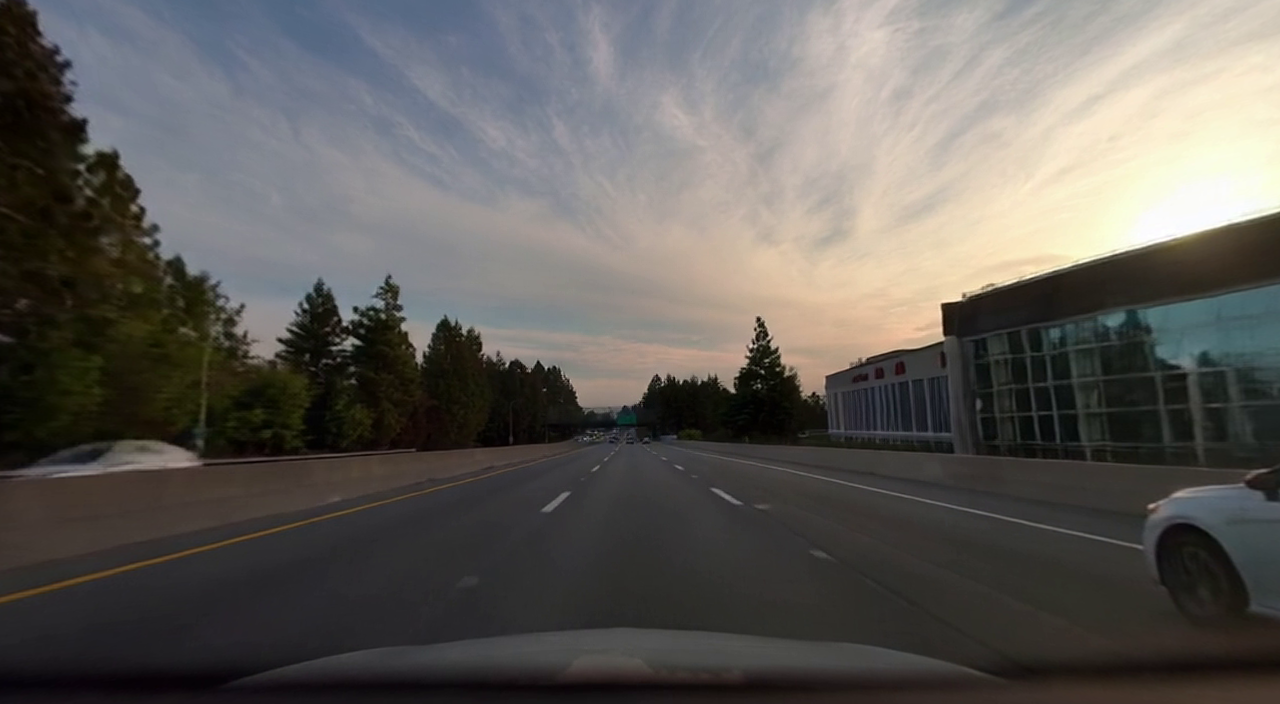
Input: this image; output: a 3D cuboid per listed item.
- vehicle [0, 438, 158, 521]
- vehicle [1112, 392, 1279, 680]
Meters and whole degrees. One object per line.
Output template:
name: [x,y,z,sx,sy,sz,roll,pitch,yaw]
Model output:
vehicle: [-12.313,2.459,12.648,1.902,1.454,4.229,0,-8,0]
vehicle: [4.627,0.861,2.328,2.095,1.587,4.638,0,-8,-1]
